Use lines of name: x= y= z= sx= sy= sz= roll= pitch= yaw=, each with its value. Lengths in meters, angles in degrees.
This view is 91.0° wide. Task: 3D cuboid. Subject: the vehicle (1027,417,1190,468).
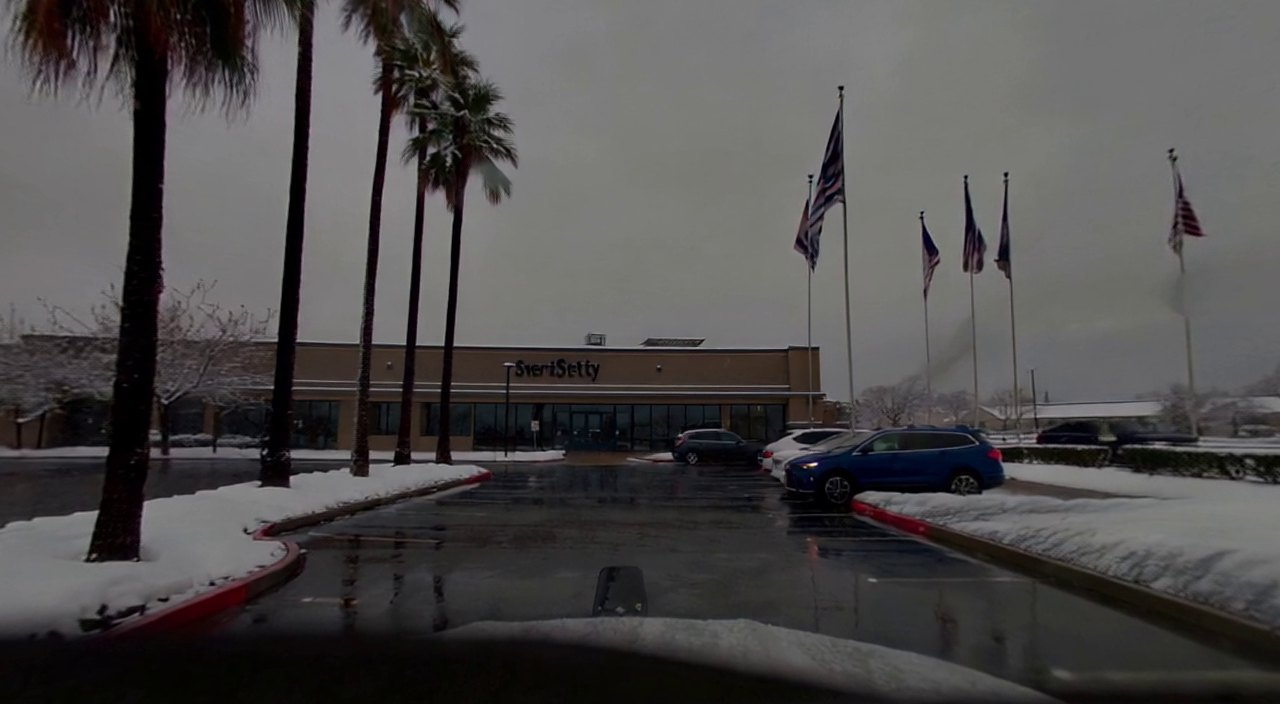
vehicle: x=19.656 y=3.898 z=26.929 sx=2.357 sy=1.921 sz=5.999 roll=0 pitch=-8 yaw=0

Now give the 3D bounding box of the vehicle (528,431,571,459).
vehicle: x=-6.611 y=6.808 z=46.346 sx=1.943 sy=1.890 sz=4.472 roll=-3 pitch=-7 yaw=7

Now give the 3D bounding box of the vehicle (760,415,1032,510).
vehicle: x=4.887 y=2.180 z=12.586 sx=4.567 sy=1.723 sz=1.926 roll=0 pitch=-8 yaw=0
